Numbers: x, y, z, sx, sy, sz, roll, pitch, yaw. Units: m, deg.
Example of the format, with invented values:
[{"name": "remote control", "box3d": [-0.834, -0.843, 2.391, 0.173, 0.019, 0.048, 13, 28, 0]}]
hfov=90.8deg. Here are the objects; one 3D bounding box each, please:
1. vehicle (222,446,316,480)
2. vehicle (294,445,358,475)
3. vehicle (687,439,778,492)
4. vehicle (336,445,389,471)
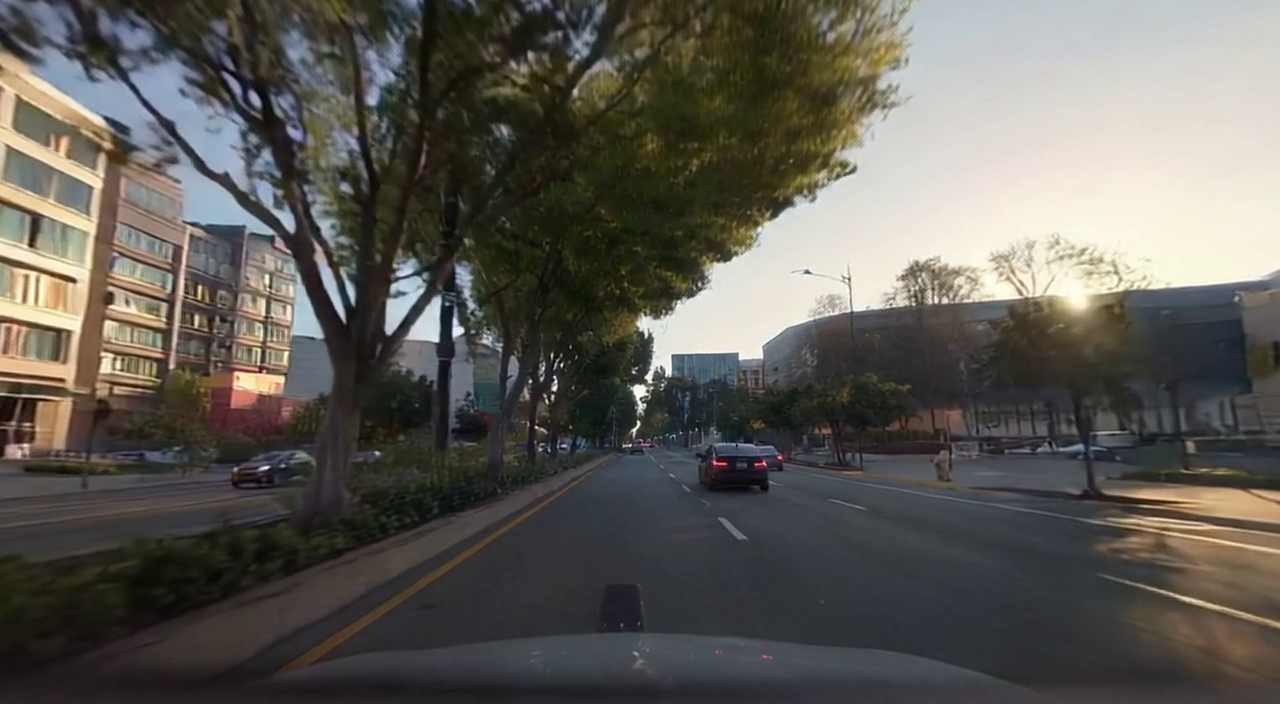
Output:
[{"name": "vehicle", "box3d": [-19.627, 5.865, 33.735, 1.977, 1.687, 4.909, 0, -8, 1]}, {"name": "vehicle", "box3d": [-19.621, 6.726, 39.690, 1.875, 1.734, 4.252, 0, -8, -1]}, {"name": "vehicle", "box3d": [2.824, 3.583, 20.311, 2.131, 1.491, 4.496, 0, -8, -1]}, {"name": "vehicle", "box3d": [-19.765, 7.557, 45.171, 1.748, 1.729, 4.394, 0, -8, 0]}]
